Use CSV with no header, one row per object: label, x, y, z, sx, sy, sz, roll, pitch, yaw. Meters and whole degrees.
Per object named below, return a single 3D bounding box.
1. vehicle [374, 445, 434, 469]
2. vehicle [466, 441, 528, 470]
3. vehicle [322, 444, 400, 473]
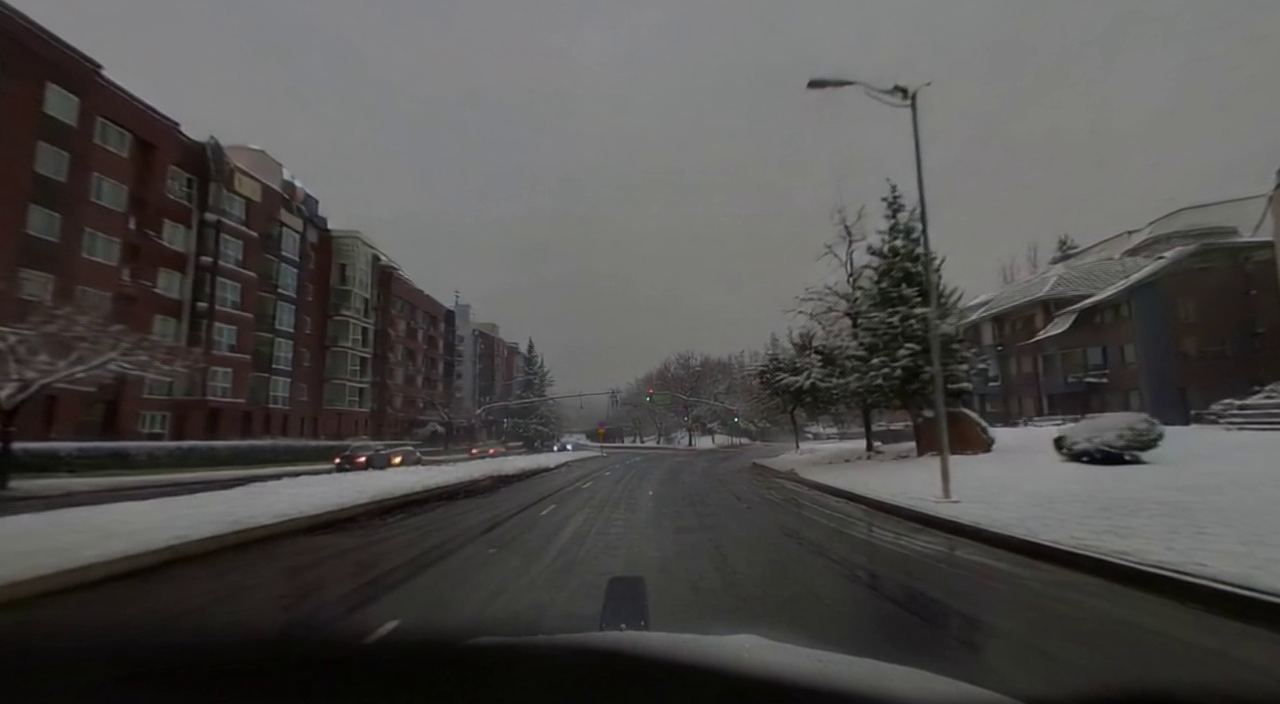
vehicle,-15.665,6.978,42.123,1.816,1.464,4.540,-1,-9,6
vehicle,-7.976,5.812,35.540,2.017,1.473,4.379,-1,-9,7
vehicle,-15.642,5.986,35.670,1.878,1.506,4.693,-1,-9,6
